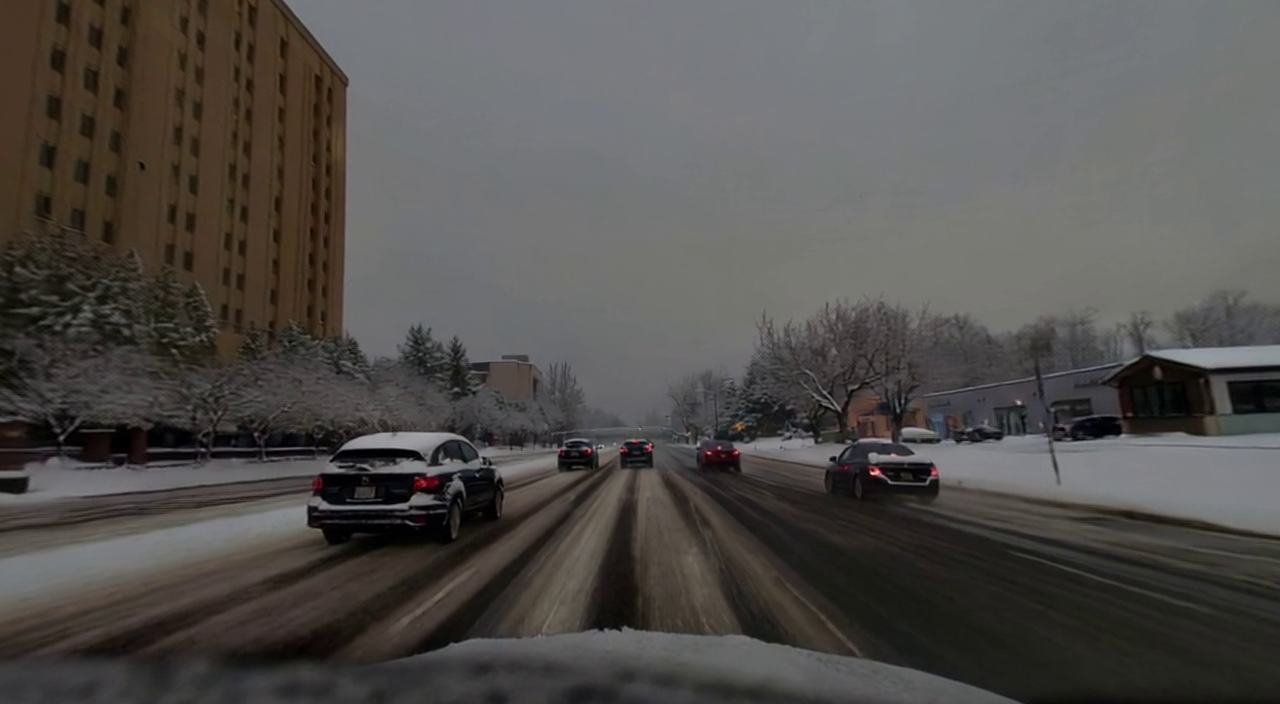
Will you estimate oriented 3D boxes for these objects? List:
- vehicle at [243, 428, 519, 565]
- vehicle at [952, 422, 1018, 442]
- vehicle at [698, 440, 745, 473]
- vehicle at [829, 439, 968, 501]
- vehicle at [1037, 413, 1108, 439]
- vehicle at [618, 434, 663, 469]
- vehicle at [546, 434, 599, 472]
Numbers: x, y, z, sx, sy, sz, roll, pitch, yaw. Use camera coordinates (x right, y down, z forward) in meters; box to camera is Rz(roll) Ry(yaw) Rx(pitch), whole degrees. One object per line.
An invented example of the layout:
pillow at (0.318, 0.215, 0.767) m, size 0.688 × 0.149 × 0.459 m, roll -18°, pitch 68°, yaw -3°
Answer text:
vehicle at (-3.278, 1.919, 9.175) m, size 2.095 × 1.486 × 4.411 m, roll 0°, pitch -8°, yaw 1°
vehicle at (26.216, 6.105, 47.890) m, size 4.674 × 1.489 × 2.008 m, roll 4°, pitch -9°, yaw -26°
vehicle at (3.839, 5.022, 30.455) m, size 1.884 × 1.458 × 4.245 m, roll -1°, pitch -8°, yaw 2°
vehicle at (6.899, 3.179, 17.435) m, size 1.865 × 1.458 × 4.605 m, roll 0°, pitch -8°, yaw 0°
vehicle at (26.527, 4.576, 38.619) m, size 4.617 × 1.459 × 1.819 m, roll 5°, pitch -10°, yaw -32°
vehicle at (0.031, 5.550, 35.197) m, size 2.304 × 1.795 × 4.526 m, roll 0°, pitch -8°, yaw 0°
vehicle at (-3.344, 5.143, 32.227) m, size 2.117 × 1.799 × 4.442 m, roll 0°, pitch -8°, yaw 1°
